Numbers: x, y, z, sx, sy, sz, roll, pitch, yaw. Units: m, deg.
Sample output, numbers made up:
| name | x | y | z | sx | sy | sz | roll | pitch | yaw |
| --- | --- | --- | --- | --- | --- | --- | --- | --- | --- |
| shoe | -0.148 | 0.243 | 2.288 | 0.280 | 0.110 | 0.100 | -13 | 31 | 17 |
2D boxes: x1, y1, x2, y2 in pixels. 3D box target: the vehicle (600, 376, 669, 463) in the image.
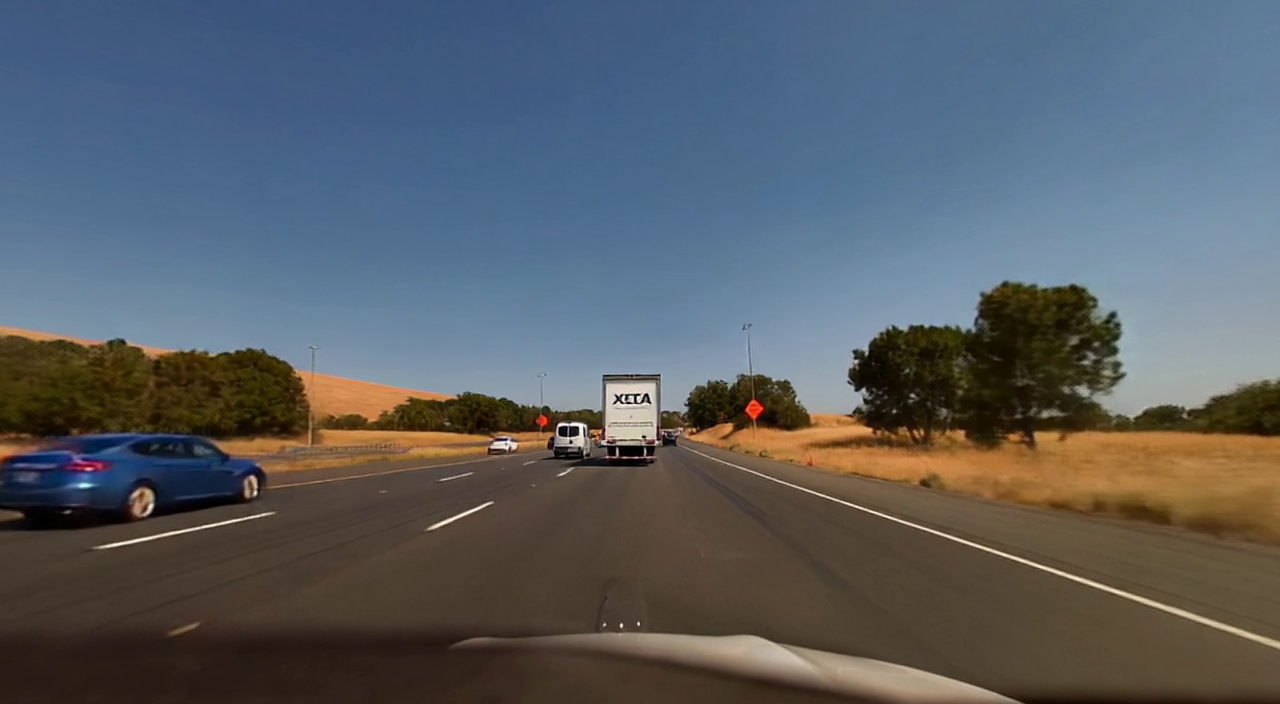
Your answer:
| name | x | y | z | sx | sy | sz | roll | pitch | yaw |
| --- | --- | --- | --- | --- | --- | --- | --- | --- | --- |
| vehicle | -0.167 | 3.962 | 33.994 | 3.183 | 4.011 | 9.617 | 0 | -10 | 1 |

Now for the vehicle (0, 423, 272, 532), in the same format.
| name | x | y | z | sx | sy | sz | roll | pitch | yaw |
| --- | --- | --- | --- | --- | --- | --- | --- | --- | --- |
| vehicle | -8.950 | 2.093 | 11.187 | 1.915 | 1.506 | 4.594 | 0 | -8 | 2 |

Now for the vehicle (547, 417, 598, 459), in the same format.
| name | x | y | z | sx | sy | sz | roll | pitch | yaw |
| --- | --- | --- | --- | --- | --- | --- | --- | --- | --- |
| vehicle | -4.361 | 5.751 | 41.875 | 2.469 | 2.615 | 5.874 | 0 | -8 | 2 |
